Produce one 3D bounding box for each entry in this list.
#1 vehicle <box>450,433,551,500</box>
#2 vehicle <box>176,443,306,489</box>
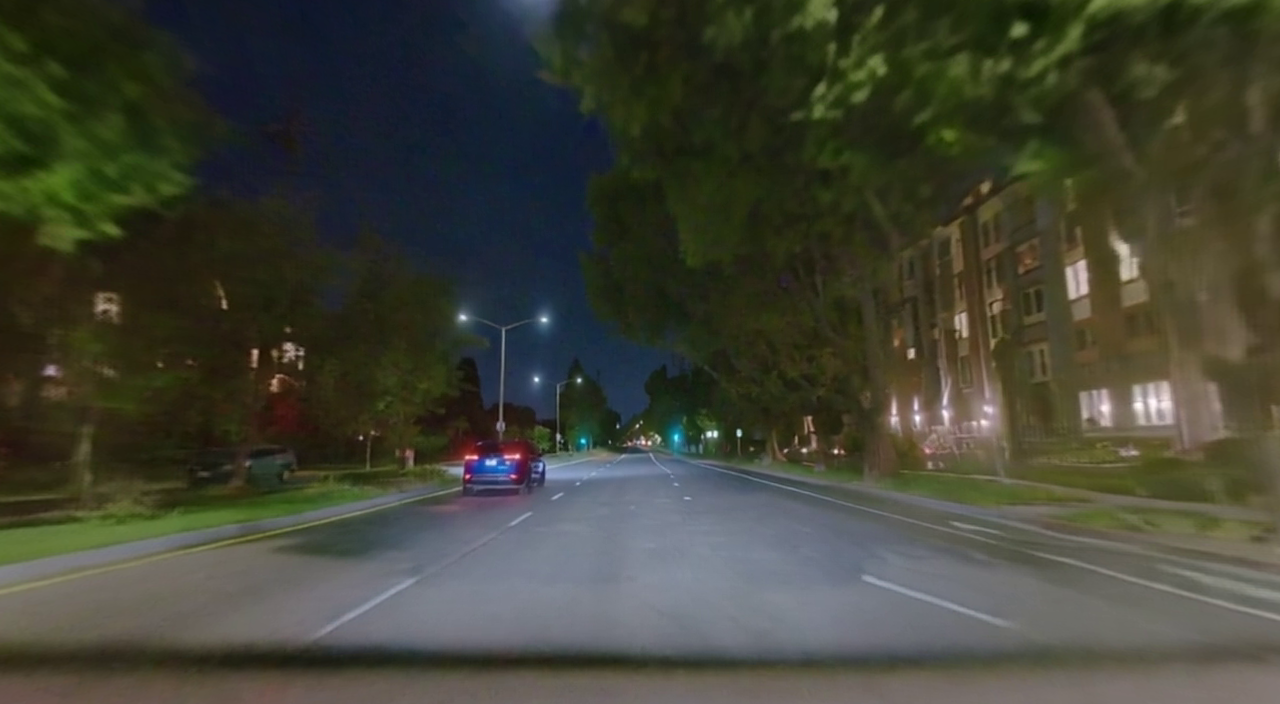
[{"bbox_3d":[-3.971,3.329,18.818,1.993,1.733,4.262,-1,-8,1],"label":"vehicle"},{"bbox_3d":[-16.676,4.752,26.804,2.202,1.724,4.934,-1,-8,1],"label":"vehicle"}]
